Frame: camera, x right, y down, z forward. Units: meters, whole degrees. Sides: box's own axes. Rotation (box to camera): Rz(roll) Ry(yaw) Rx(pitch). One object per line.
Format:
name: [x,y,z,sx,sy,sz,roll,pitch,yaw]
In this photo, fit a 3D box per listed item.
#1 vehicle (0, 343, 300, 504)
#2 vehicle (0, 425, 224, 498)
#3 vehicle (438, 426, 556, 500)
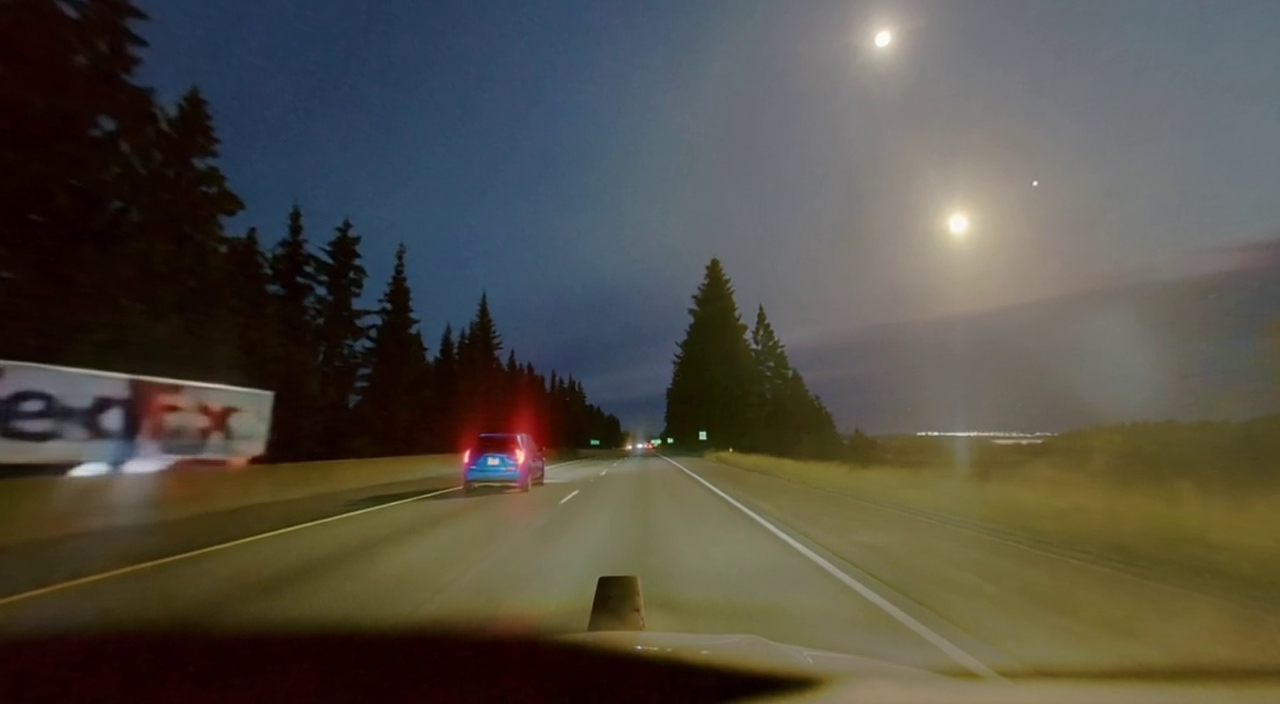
vehicle: [-17.914,2.637,21.697,2.945,4.100,16.364,0,-8,1]
vehicle: [-13.865,2.835,16.788,1.975,1.630,5.130,0,-8,0]
vehicle: [-3.726,2.976,17.296,2.084,1.752,4.479,0,-8,1]
